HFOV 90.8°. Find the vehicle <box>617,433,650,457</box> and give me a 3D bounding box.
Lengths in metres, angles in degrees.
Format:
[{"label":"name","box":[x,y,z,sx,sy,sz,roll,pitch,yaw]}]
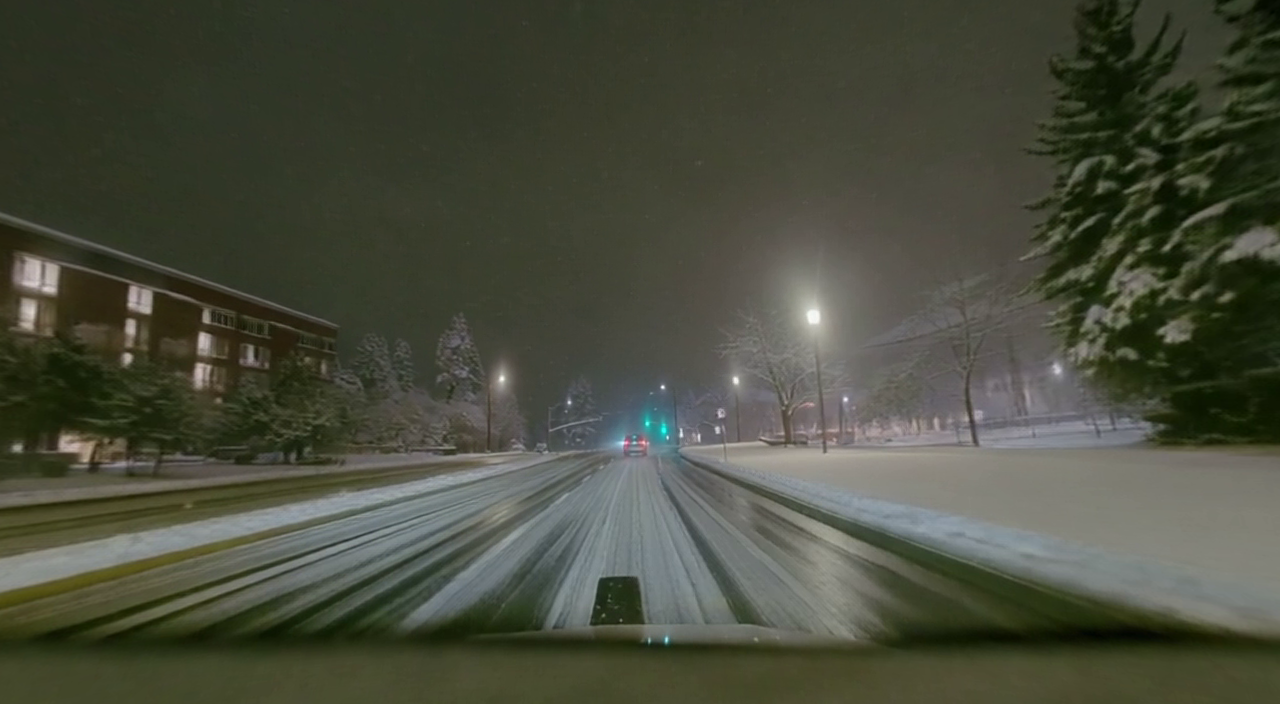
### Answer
[{"label":"vehicle","box":[-0.450,7.265,49.125,2.370,1.781,4.440,0,-9,2]}]
